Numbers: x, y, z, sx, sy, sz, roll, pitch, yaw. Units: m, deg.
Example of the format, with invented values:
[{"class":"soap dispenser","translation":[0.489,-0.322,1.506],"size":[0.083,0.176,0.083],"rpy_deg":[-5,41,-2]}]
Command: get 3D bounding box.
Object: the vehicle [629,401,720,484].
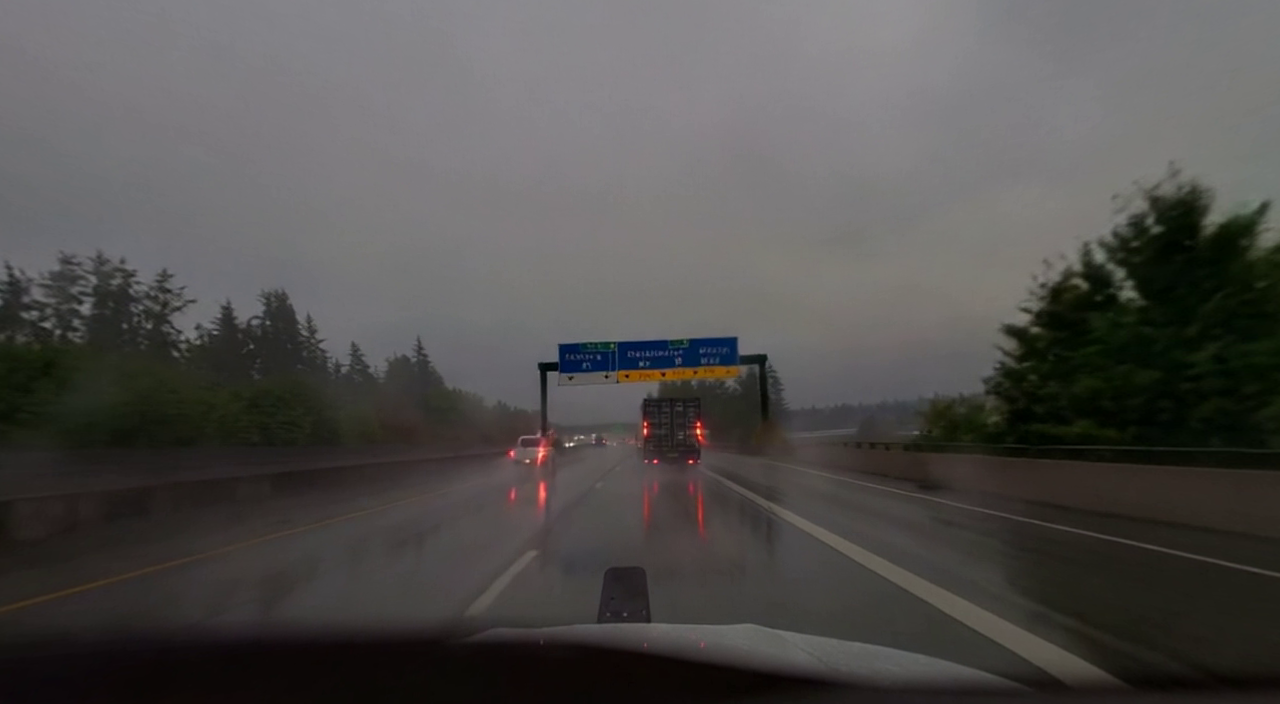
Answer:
[{"class":"vehicle","translation":[0.973,3.149,21.874],"size":[2.677,2.439,6.402],"rpy_deg":[0,-8,-1]}]
